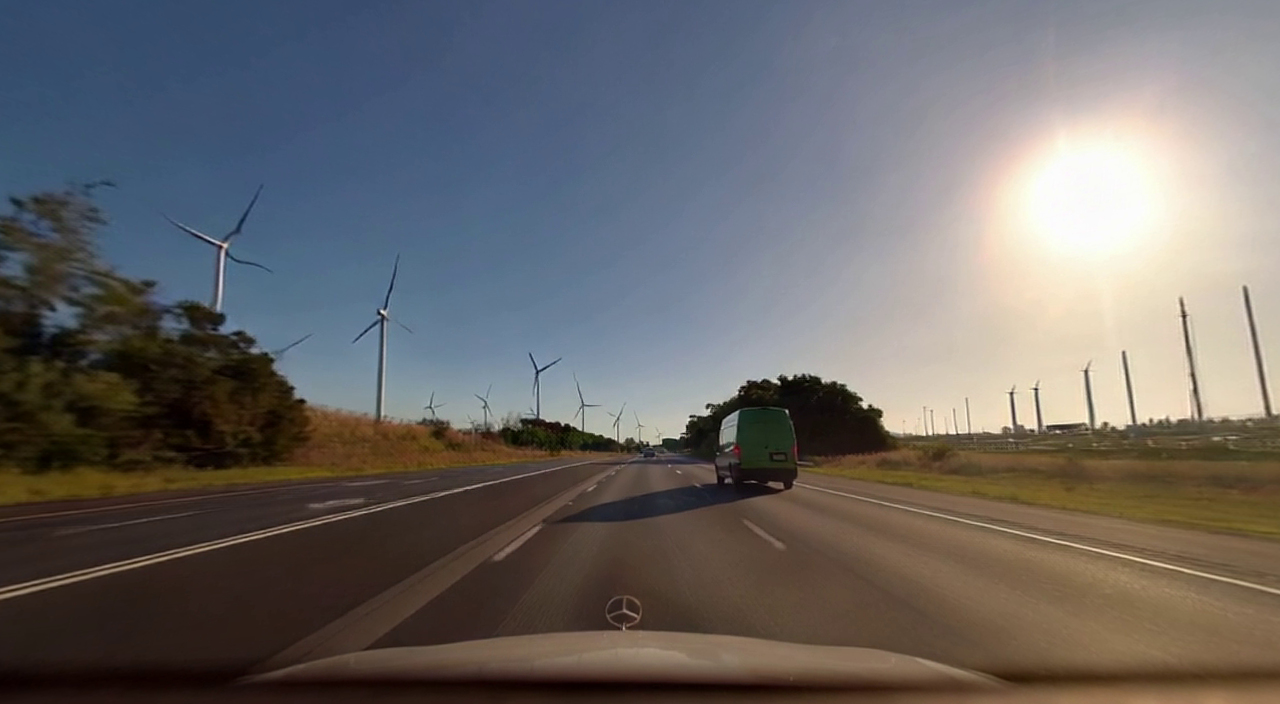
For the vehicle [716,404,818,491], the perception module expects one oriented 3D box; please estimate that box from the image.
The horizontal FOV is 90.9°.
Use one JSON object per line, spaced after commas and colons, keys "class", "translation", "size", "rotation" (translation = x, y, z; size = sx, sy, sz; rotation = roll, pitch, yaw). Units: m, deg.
{"class": "vehicle", "translation": [4.363, 3.449, 22.799], "size": [2.437, 2.735, 5.507], "rotation": [0, -9, -1]}
